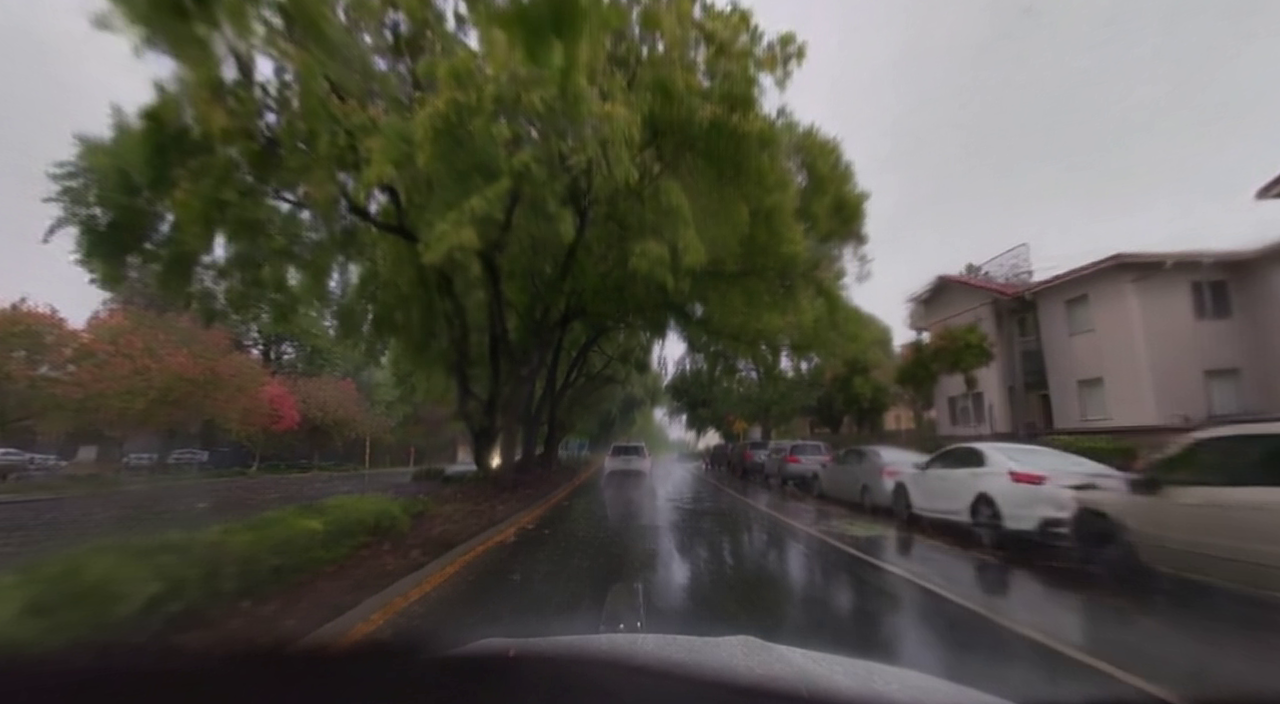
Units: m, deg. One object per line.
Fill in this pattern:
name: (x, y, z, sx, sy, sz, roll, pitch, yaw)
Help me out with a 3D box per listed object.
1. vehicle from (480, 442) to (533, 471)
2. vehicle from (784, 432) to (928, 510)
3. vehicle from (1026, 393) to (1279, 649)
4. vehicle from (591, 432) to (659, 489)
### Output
vehicle: (-7.359, 5.798, 35.295, 2.105, 1.474, 4.808, 0, -8, -3)
vehicle: (5.367, 3.007, 16.467, 2.018, 1.708, 4.541, 0, -9, -2)
vehicle: (5.690, 1.250, 4.839, 2.233, 1.811, 4.922, 0, -9, -1)
vehicle: (-0.507, 3.626, 21.417, 2.070, 1.698, 3.925, 0, -8, -1)
